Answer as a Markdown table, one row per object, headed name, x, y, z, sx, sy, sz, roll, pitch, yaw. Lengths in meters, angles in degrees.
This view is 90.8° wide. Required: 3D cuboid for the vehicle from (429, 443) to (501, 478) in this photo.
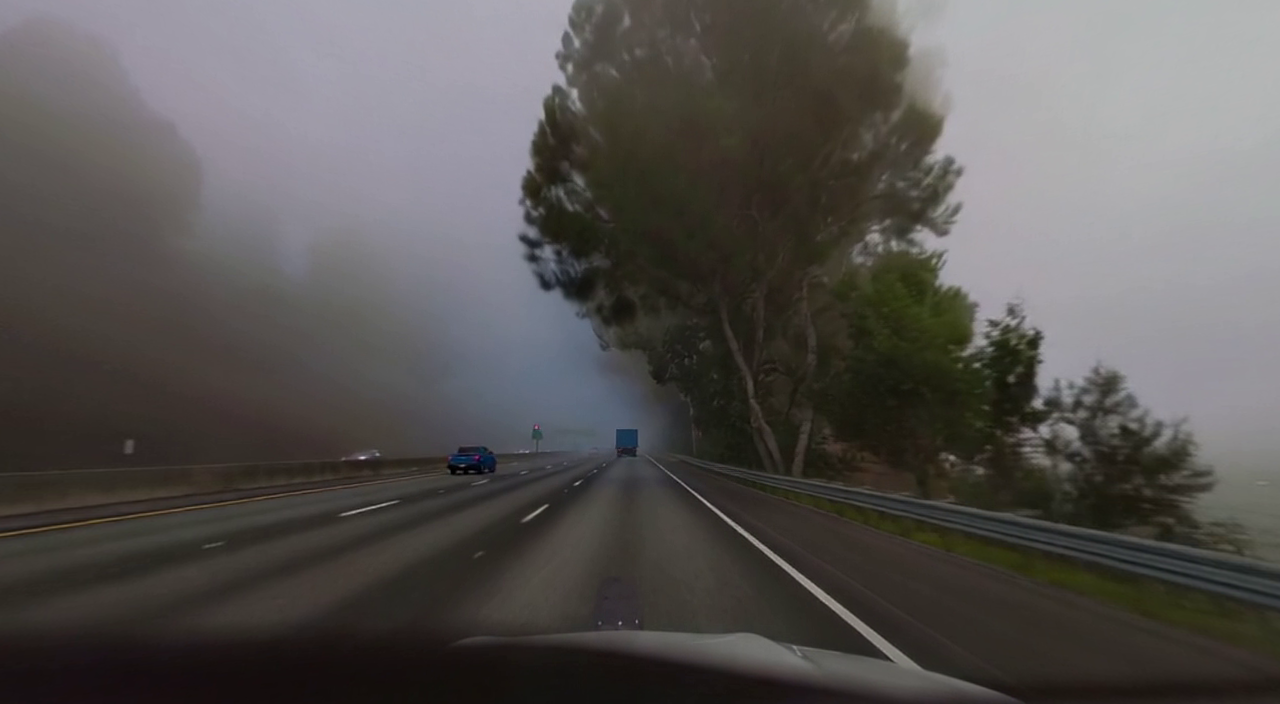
| name | x | y | z | sx | sy | sz | roll | pitch | yaw |
| --- | --- | --- | --- | --- | --- | --- | --- | --- | --- |
| vehicle | -8.175 | 5.100 | 29.975 | 2.155 | 1.504 | 4.490 | 0 | -8 | 0 |
